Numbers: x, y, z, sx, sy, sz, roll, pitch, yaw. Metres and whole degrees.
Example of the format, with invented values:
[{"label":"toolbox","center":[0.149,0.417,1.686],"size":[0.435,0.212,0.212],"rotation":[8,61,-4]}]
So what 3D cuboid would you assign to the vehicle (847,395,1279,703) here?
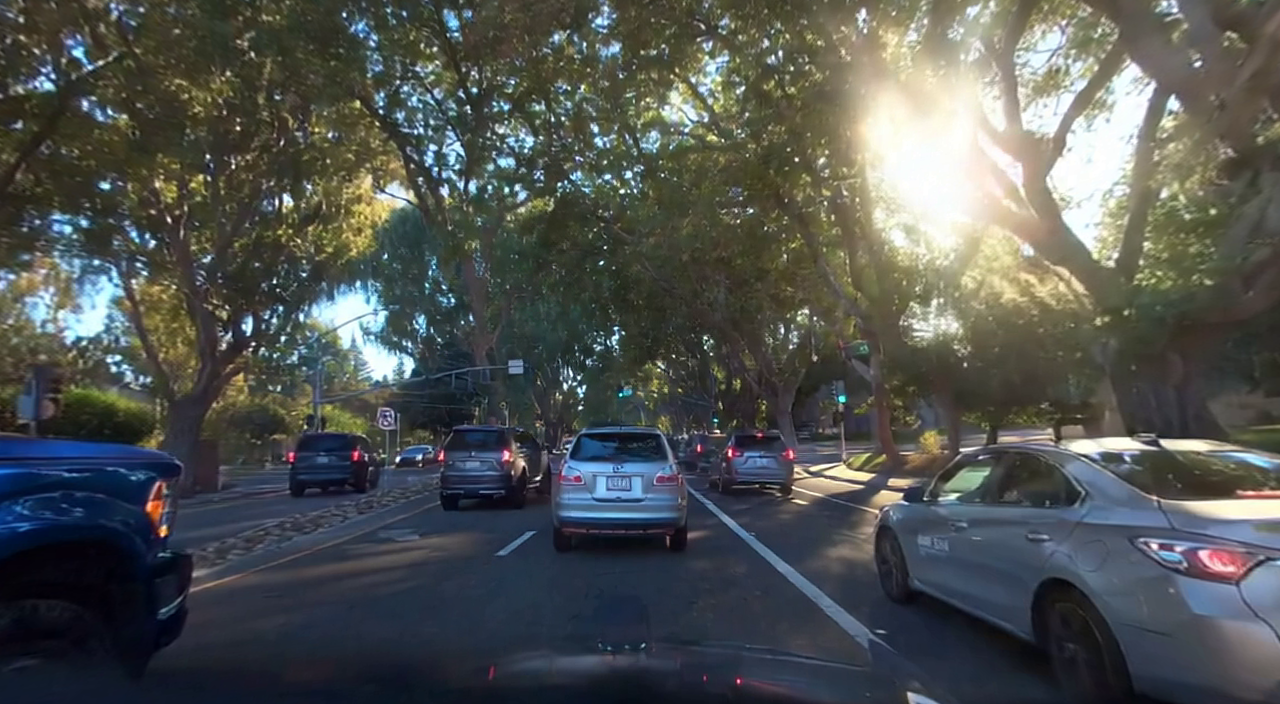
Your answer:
[{"label":"vehicle","center":[3.005,1.150,3.855],"size":[1.874,1.477,4.698],"rotation":[0,-8,0]}]

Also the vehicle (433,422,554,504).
[{"label":"vehicle","center":[-3.677,2.882,16.800],"size":[2.089,1.857,4.488],"rotation":[0,-8,1]}]

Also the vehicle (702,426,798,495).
[{"label":"vehicle","center":[3.198,3.269,19.353],"size":[2.102,1.841,4.587],"rotation":[0,-8,0]}]

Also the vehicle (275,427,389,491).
[{"label":"vehicle","center":[-9.320,3.249,19.582],"size":[2.385,1.687,5.025],"rotation":[2,-9,-17]}]

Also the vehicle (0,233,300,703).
[{"label":"vehicle","center":[-3.464,0.461,0.985],"size":[2.656,2.021,5.800],"rotation":[0,-8,-1]}]

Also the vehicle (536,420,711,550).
[{"label":"vehicle","center":[-0.216,1.942,9.821],"size":[2.194,1.607,3.690],"rotation":[0,-8,0]}]
